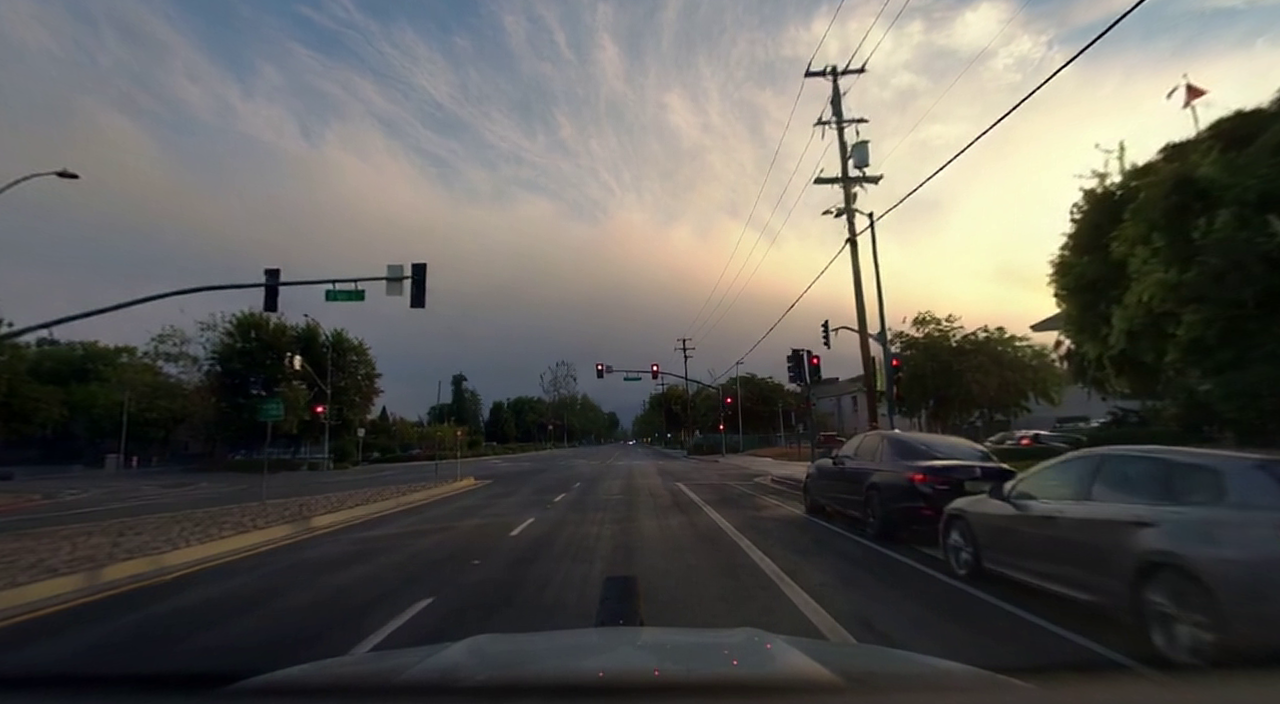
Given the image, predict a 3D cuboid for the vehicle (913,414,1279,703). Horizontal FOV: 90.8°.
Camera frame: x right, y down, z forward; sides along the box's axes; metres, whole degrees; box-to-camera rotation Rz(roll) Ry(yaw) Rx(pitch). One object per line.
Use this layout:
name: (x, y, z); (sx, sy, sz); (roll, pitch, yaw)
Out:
vehicle: (3.961, 1.264, 4.634); (1.833, 1.444, 4.589); (0, -8, 0)
